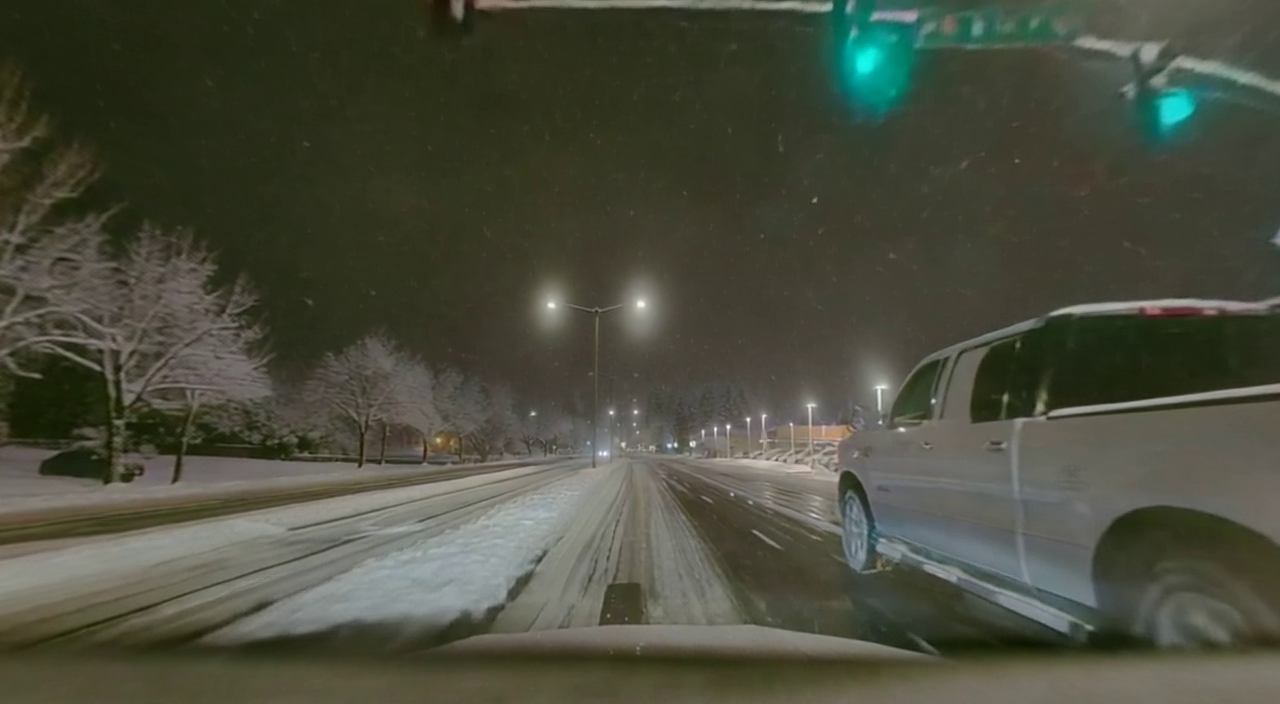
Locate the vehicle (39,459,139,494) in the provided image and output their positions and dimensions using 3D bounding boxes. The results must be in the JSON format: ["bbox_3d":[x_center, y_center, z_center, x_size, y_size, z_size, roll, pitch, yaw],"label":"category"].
[{"bbox_3d":[-28.163,6.357,32.280,3.885,1.425,1.660,-4,-6,7],"label":"vehicle"}]

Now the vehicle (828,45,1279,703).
[{"bbox_3d":[3.325,0.622,3.910,2.484,2.642,5.990,-1,-8,1],"label":"vehicle"}]
